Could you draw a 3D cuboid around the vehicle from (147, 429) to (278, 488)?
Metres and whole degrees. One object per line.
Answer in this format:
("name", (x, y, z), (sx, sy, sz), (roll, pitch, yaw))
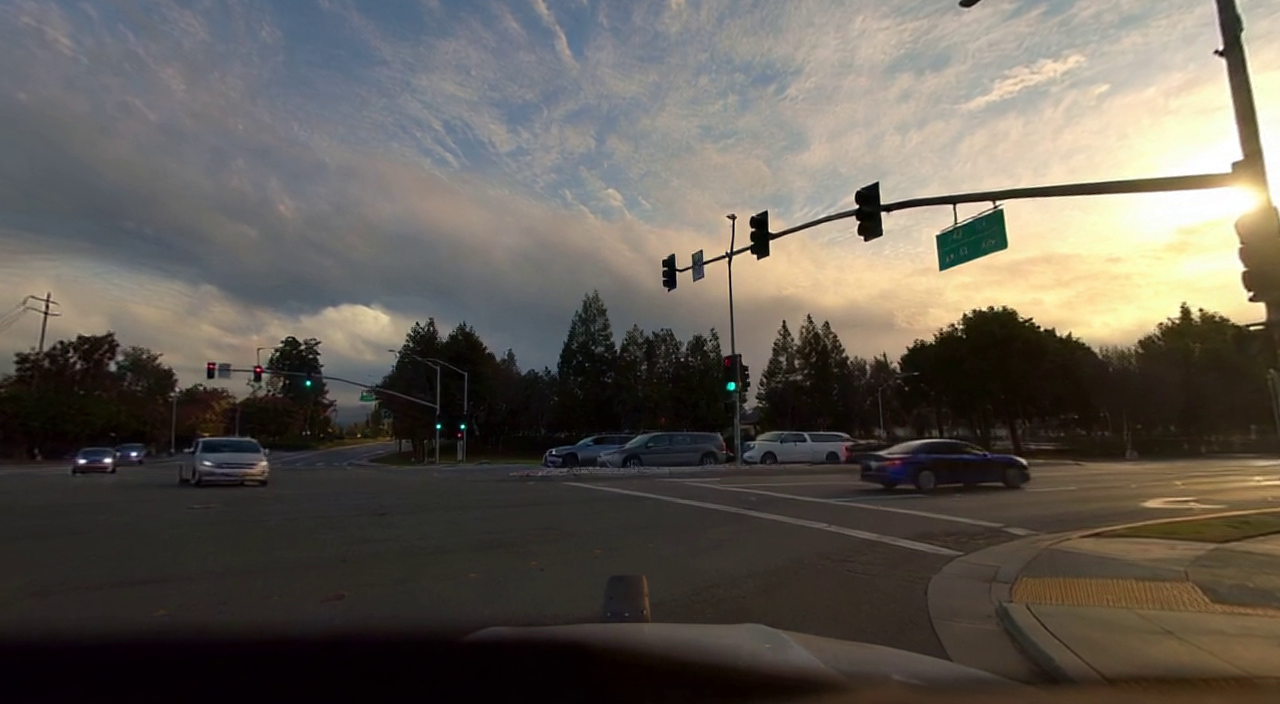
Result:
("vehicle", (-15.206, 3.710, 22.313), (5.332, 1.807, 2.450), (-8, -11, 41))

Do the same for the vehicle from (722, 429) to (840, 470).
("vehicle", (7.301, 5.052, 32.531), (5.791, 1.964, 2.199), (5, -10, -26))

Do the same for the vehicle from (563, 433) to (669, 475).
("vehicle", (-1.065, 4.563, 28.503), (4.360, 1.749, 1.895), (4, -10, -28))

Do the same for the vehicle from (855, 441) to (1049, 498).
("vehicle", (8.787, 3.263, 17.861), (4.686, 1.425, 2.018), (2, -9, -16))

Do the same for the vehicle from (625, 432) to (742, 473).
("vehicle", (1.808, 4.141, 26.149), (4.483, 1.589, 1.852), (4, -9, -25))

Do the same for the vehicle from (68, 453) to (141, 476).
("vehicle", (-37.307, 7.814, 43.894), (4.589, 1.462, 1.953), (-4, -9, 23))
